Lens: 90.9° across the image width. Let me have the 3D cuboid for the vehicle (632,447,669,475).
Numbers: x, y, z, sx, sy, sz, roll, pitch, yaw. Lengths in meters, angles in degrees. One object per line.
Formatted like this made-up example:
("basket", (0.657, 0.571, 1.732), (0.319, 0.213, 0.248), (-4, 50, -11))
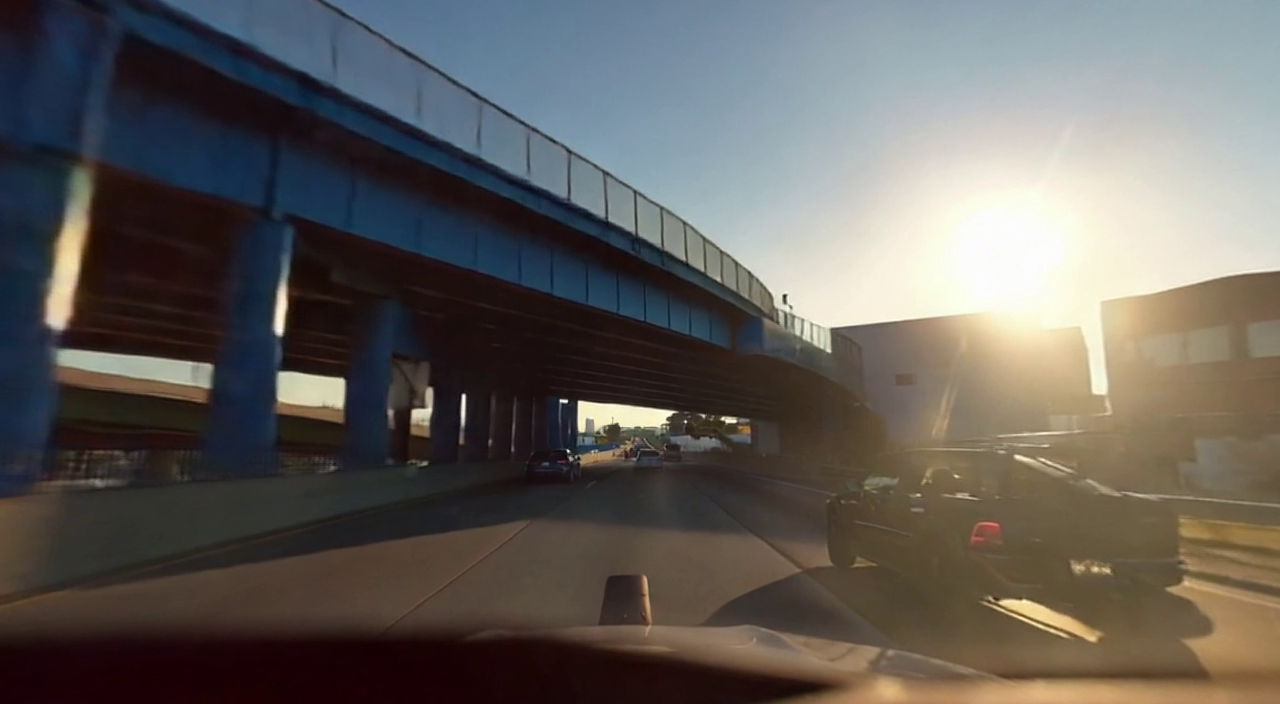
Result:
("vehicle", (0.538, 5.911, 34.400), (1.877, 1.386, 3.872), (0, -8, 0))

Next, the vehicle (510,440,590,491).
("vehicle", (-3.001, 3.905, 22.037), (2.064, 1.589, 4.213), (0, -8, 1))

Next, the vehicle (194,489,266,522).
("vehicle", (-32.005, 11.972, 49.475), (2.018, 2.023, 5.545), (-1, -8, -2))
